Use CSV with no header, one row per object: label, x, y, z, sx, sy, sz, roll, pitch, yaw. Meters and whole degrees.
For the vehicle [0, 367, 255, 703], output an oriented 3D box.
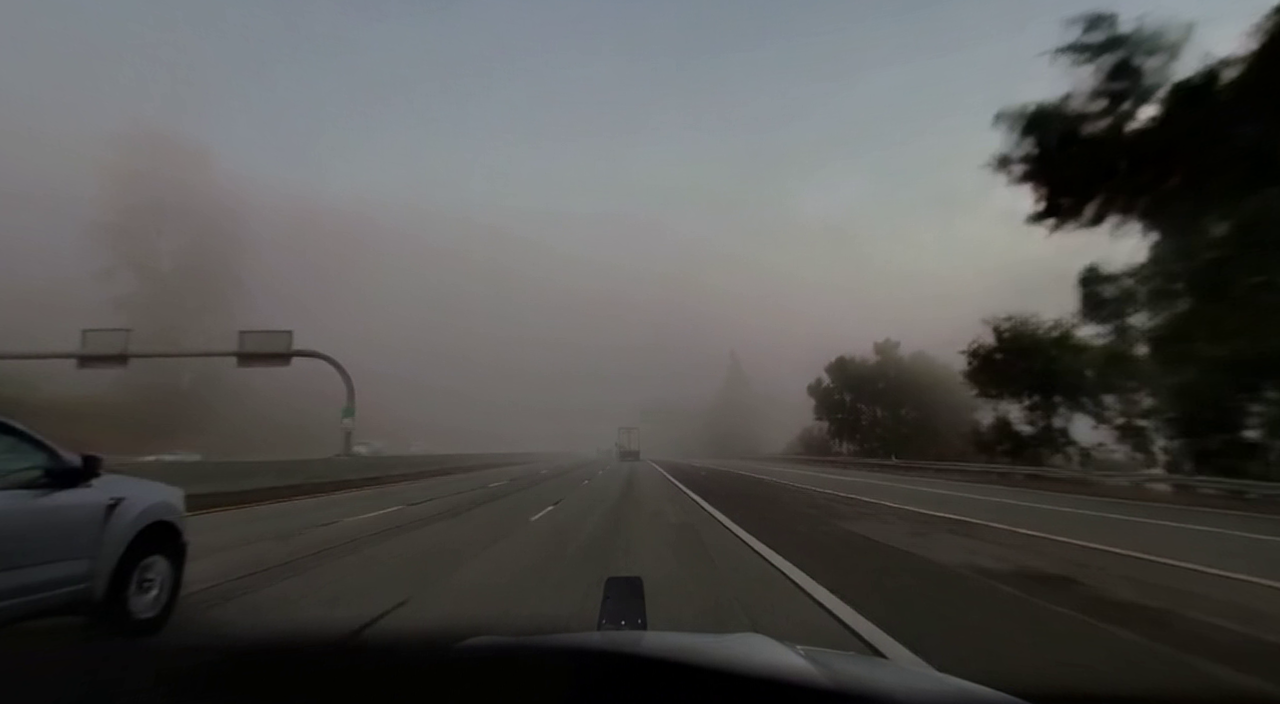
vehicle,-4.203,0.842,2.288,2.316,1.731,5.126,0,-8,0
